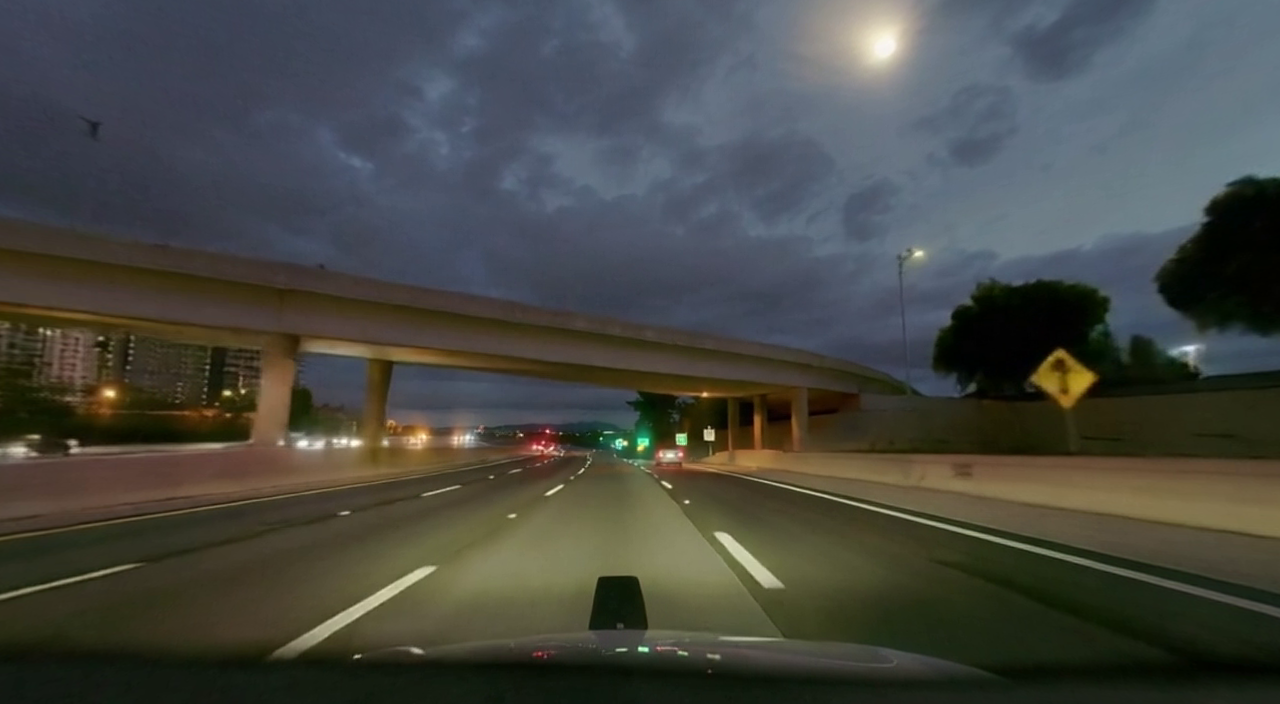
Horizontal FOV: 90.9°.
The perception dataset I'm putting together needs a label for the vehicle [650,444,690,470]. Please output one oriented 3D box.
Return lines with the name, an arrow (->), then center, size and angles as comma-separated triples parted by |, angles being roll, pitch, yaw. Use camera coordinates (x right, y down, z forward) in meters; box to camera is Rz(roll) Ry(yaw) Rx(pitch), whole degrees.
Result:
vehicle -> 1.839, 6.641, 40.223 | 2.059, 1.509, 4.670 | 0, -8, -3
